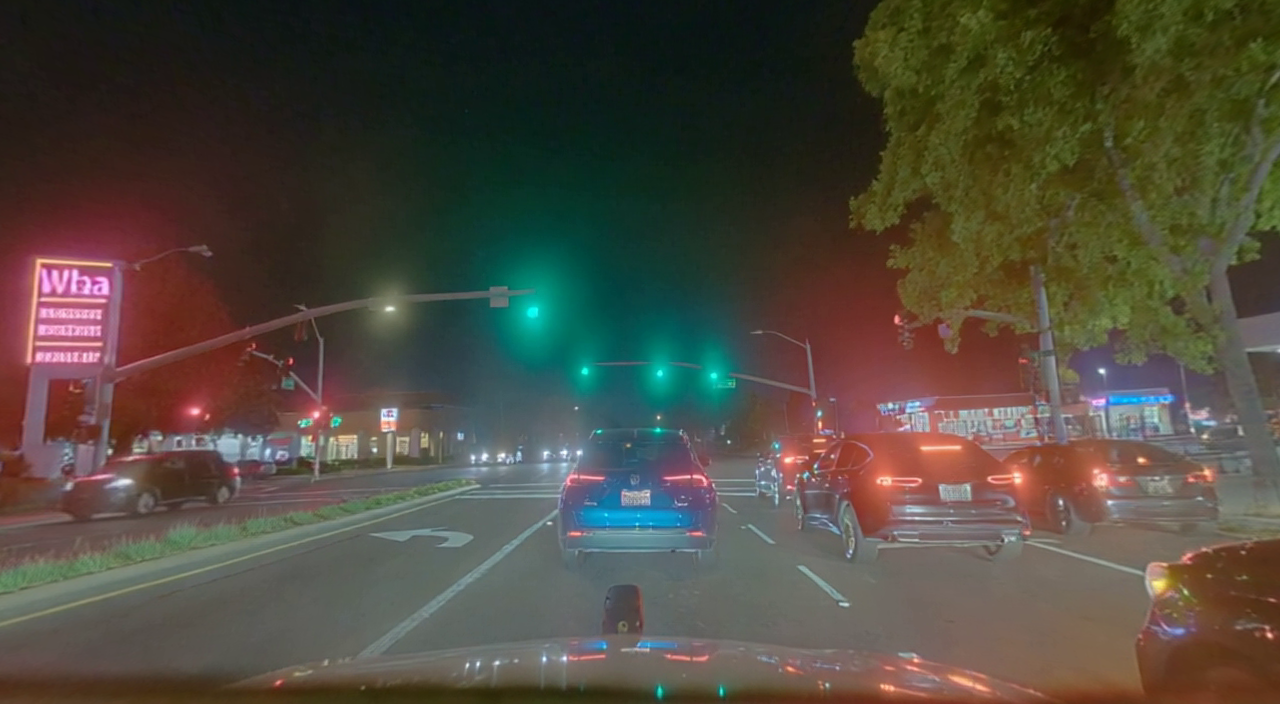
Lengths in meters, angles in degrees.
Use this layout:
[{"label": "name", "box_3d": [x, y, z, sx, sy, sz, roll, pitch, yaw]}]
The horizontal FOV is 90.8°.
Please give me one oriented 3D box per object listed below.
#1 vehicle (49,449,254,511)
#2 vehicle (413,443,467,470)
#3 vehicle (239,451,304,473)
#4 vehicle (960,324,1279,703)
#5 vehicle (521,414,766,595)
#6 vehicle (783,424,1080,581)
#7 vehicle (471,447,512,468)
[{"label": "vehicle", "box_3d": [-14.679, 3.789, 19.299, 2.269, 1.604, 4.265, -4, -9, 24]}, {"label": "vehicle", "box_3d": [-15.083, 7.891, 48.041, 2.395, 1.903, 4.860, -1, -9, 1]}, {"label": "vehicle", "box_3d": [-28.603, 8.523, 49.163, 4.205, 1.541, 1.780, 4, -10, -28]}, {"label": "vehicle", "box_3d": [2.982, 0.698, 1.569, 2.075, 1.661, 4.401, 0, -9, 1]}, {"label": "vehicle", "box_3d": [0.009, 1.629, 7.522, 2.154, 1.577, 3.723, 0, -9, -1]}, {"label": "vehicle", "box_3d": [3.323, 1.781, 8.297, 1.865, 1.496, 4.170, 0, -9, 0]}, {"label": "vehicle", "box_3d": [-11.269, 8.000, 48.242, 2.099, 1.478, 4.411, 0, -9, 0]}]
